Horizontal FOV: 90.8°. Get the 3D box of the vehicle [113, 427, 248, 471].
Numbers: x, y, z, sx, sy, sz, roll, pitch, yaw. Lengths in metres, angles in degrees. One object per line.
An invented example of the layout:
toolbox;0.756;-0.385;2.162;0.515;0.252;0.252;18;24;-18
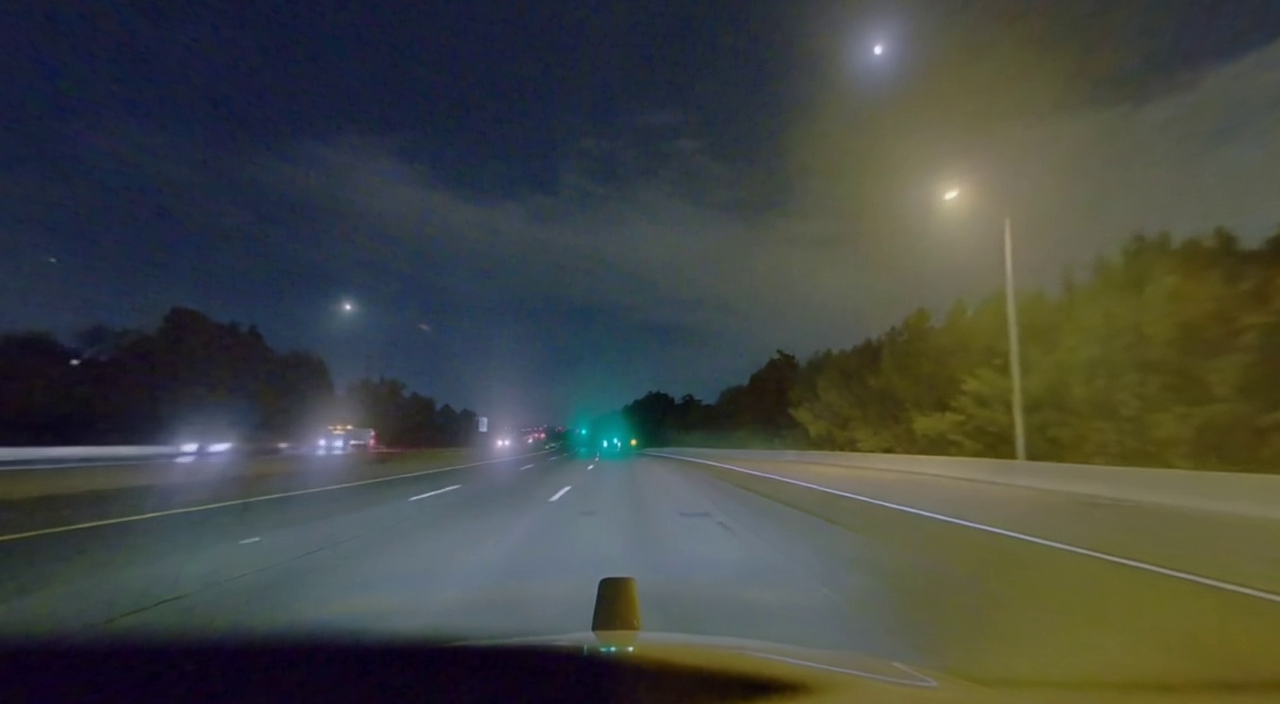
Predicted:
vehicle;-18.970;4.025;26.444;2.050;1.659;4.933;0;-8;-2
